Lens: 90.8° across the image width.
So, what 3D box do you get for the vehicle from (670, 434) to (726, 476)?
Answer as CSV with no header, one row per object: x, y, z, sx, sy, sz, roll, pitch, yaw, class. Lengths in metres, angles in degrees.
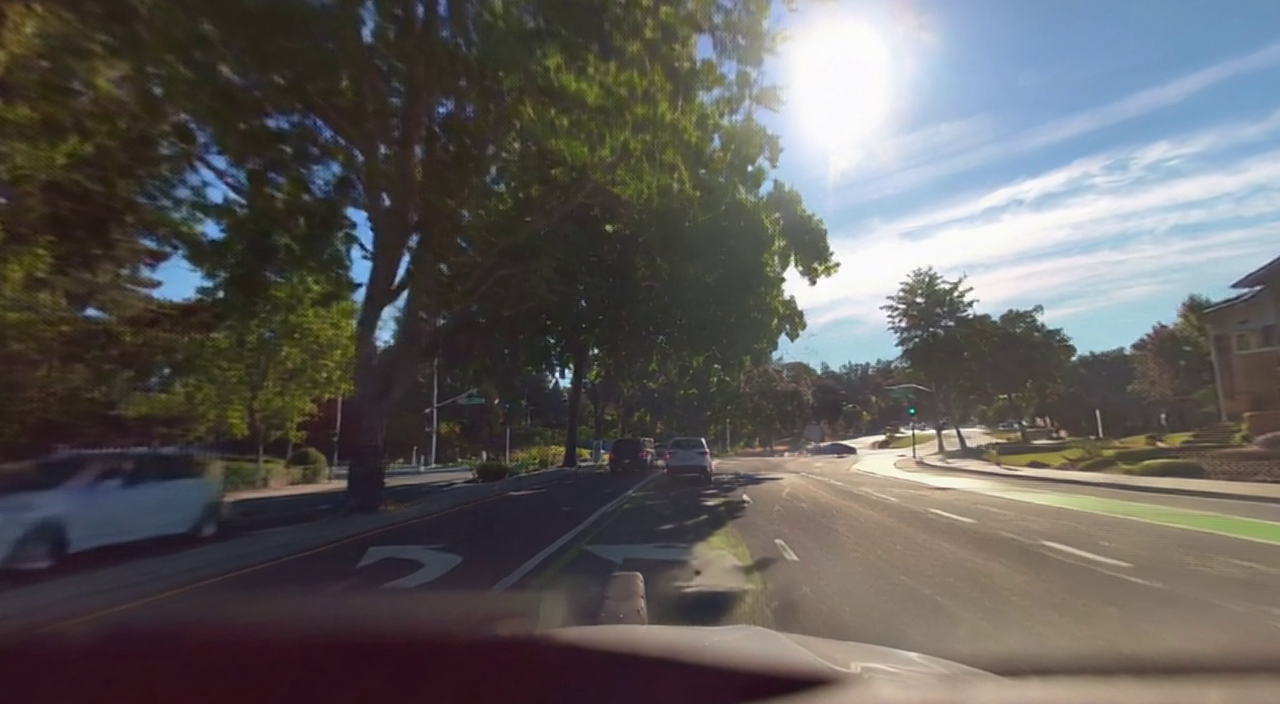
2.572,4.580,28.263,2.286,1.701,4.395,-1,-8,4,vehicle

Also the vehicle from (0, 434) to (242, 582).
-8.229,2.050,9.014,2.029,1.667,4.504,-1,-8,2,vehicle

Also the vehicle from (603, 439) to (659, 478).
-0.297,4.448,26.629,1.923,1.498,3.887,-1,-9,5,vehicle
